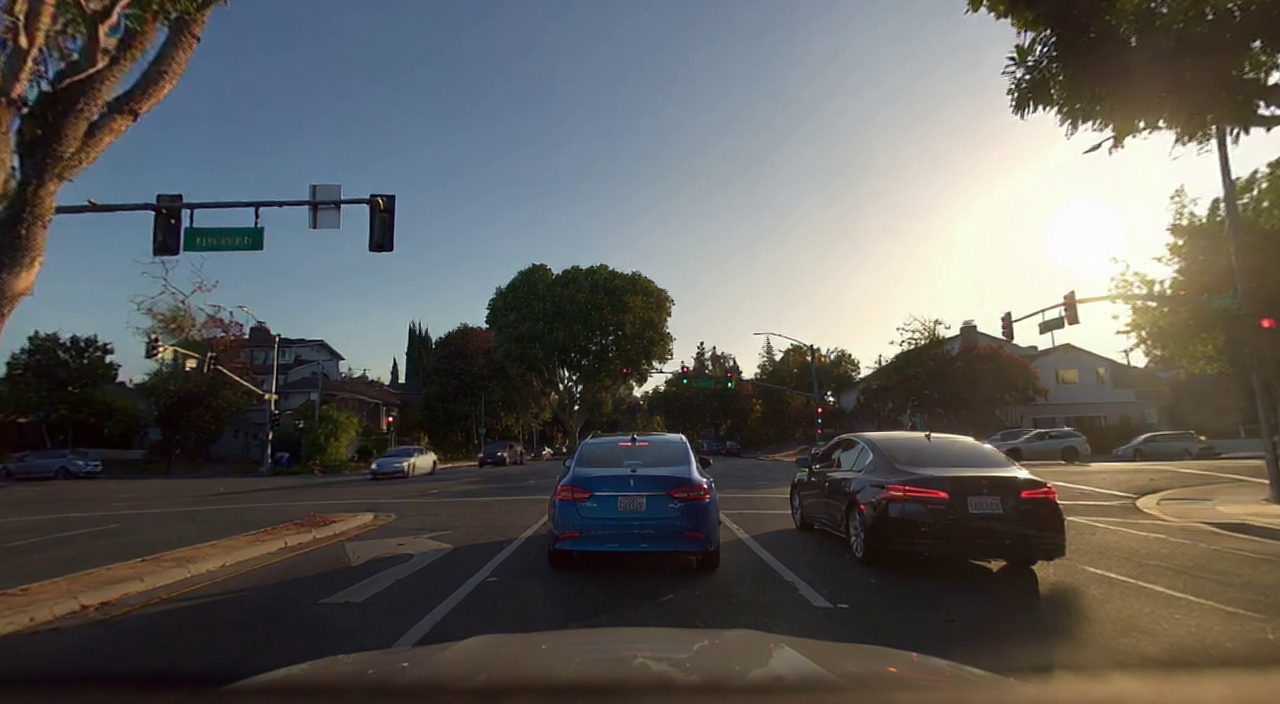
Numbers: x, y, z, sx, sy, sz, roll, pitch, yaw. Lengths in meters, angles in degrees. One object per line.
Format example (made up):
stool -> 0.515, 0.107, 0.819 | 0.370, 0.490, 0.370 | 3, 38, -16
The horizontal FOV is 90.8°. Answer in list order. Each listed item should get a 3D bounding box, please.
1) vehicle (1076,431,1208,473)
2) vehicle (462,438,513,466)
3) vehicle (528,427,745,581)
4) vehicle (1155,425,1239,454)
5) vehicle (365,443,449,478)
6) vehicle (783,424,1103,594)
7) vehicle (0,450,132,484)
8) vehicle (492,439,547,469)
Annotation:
vehicle -> 23.995, 4.777, 30.311 | 4.520, 1.762, 2.005 | -2, -8, -1
vehicle -> -10.941, 7.232, 45.765 | 2.376, 1.916, 4.899 | 0, -8, 1
vehicle -> -0.054, 1.783, 8.248 | 2.103, 1.478, 4.073 | 0, -8, -1
vehicle -> 41.705, 6.583, 47.352 | 4.388, 2.079, 1.960 | 0, -8, -2
vehicle -> -11.273, 5.271, 31.029 | 2.102, 1.531, 5.072 | 0, -8, 2
vehicle -> 3.183, 1.714, 7.770 | 1.913, 1.505, 4.097 | 0, -8, 0
vehicle -> -28.121, 5.611, 31.049 | 4.538, 1.591, 1.949 | 0, -8, 1
vehicle -> -7.433, 6.342, 39.472 | 2.383, 1.779, 4.973 | 0, -8, 1
